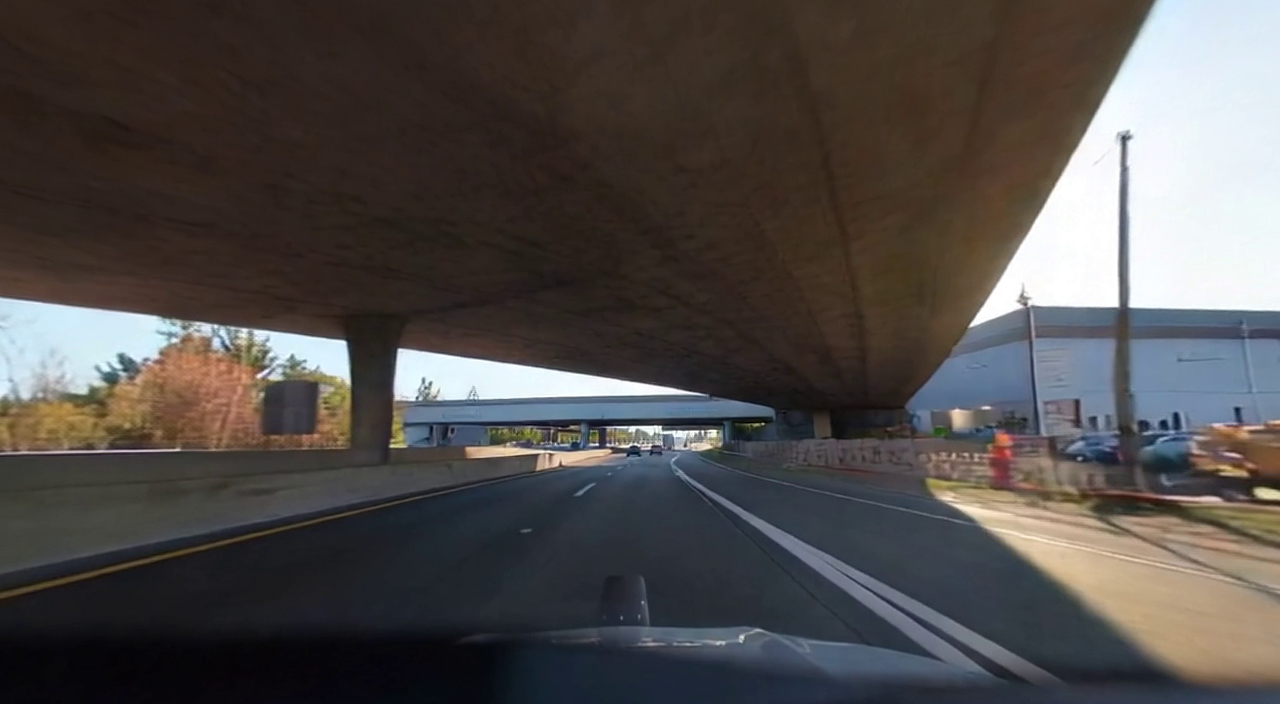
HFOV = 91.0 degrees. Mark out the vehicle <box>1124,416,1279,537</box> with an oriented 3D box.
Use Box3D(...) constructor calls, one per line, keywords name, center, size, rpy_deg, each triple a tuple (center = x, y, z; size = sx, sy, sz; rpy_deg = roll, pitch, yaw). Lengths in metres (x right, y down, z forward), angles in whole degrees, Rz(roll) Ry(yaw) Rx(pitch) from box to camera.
Box3D(name="vehicle", center=(18.592, 3.229, 17.428), size=(7.989, 2.900, 2.994), rpy_deg=(-1, -8, -5))
